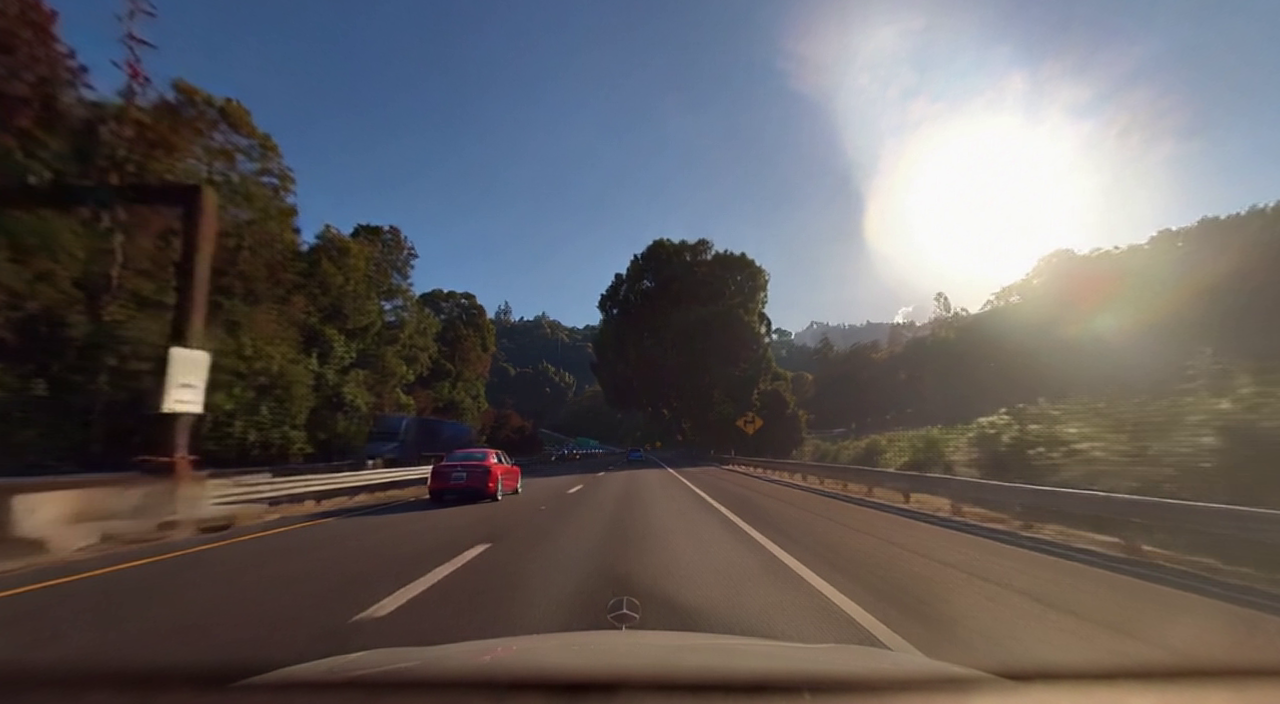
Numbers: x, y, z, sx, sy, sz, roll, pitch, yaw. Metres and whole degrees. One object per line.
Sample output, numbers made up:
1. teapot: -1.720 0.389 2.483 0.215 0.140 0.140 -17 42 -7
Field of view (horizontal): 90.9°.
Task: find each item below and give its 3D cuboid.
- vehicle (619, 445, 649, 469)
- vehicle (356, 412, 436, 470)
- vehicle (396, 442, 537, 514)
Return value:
1. vehicle: -0.394 7.297 44.151 2.011 1.590 3.607 0 -9 1
2. vehicle: -16.933 6.283 44.262 3.013 3.781 6.029 0 -8 1
3. vehicle: -4.013 2.992 15.567 2.157 1.483 4.601 0 -9 0
